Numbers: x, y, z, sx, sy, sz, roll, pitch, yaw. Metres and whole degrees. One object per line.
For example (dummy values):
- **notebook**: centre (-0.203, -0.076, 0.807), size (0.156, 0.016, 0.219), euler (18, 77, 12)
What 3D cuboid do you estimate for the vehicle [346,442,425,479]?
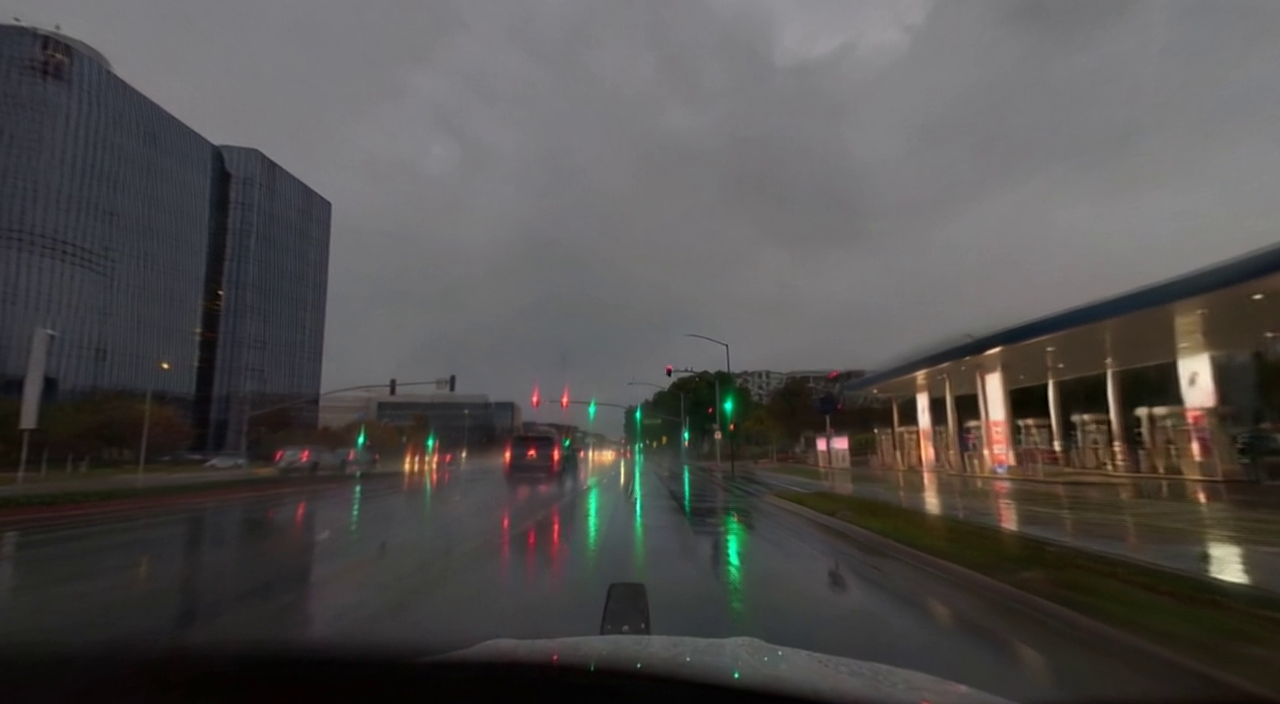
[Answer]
- **vehicle**: centre (-11.906, 5.079, 29.789), size (1.875, 1.624, 4.151), euler (0, -8, 1)

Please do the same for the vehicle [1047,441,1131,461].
- **vehicle**: centre (35.067, 7.777, 49.370), size (4.849, 1.399, 2.057), euler (-1, -10, 17)

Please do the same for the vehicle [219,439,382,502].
- **vehicle**: centre (-9.393, 3.294, 18.022), size (1.965, 1.541, 4.718), euler (0, -8, 1)

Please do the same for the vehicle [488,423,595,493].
- **vehicle**: centre (-3.211, 3.686, 22.339), size (2.602, 2.091, 6.347), euler (0, -8, 2)

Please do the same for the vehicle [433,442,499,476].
- **vehicle**: centre (-9.061, 5.575, 33.221), size (2.068, 1.659, 4.509), euler (0, -8, 2)
